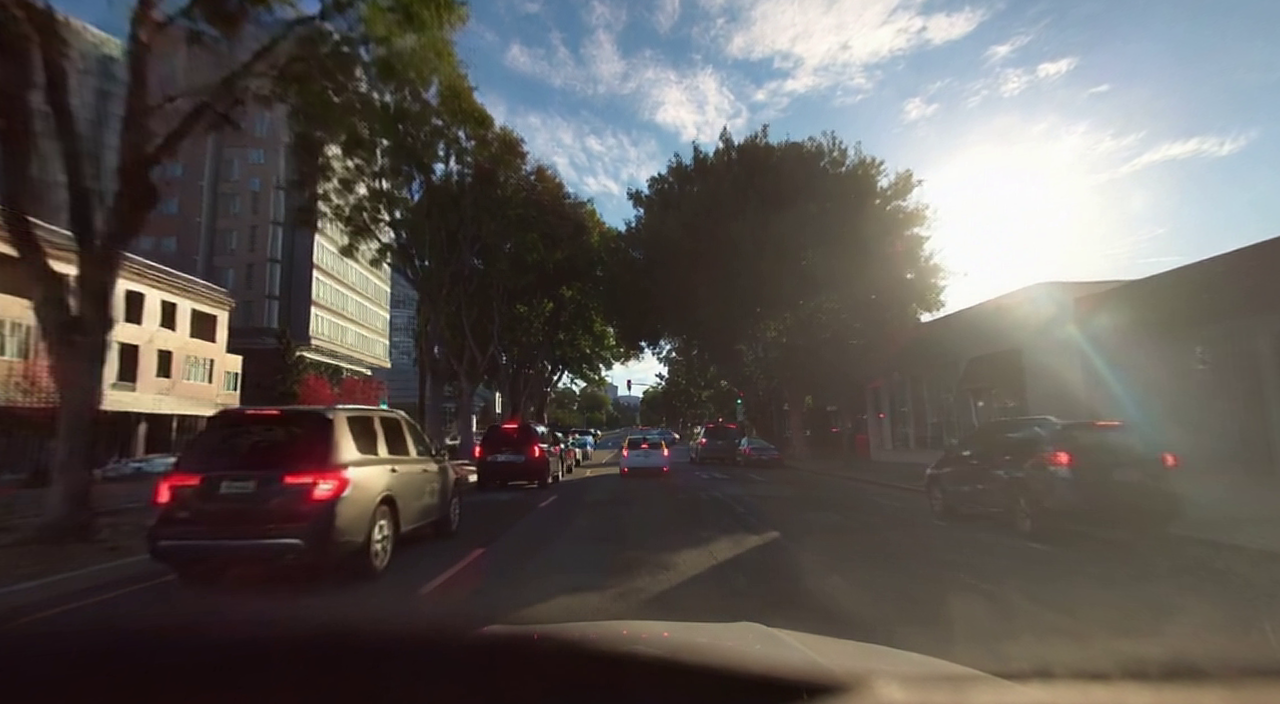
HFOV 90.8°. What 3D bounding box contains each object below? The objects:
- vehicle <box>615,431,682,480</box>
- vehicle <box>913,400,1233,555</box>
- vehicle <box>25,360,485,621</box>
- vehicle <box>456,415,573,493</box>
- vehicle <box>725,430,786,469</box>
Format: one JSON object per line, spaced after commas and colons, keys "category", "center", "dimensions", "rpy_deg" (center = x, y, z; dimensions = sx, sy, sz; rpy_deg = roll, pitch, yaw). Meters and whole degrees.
{"category": "vehicle", "center": [0.195, 3.698, 22.716], "dimensions": [2.201, 1.589, 3.843], "rpy_deg": [0, -8, -2]}
{"category": "vehicle", "center": [6.445, 1.914, 10.264], "dimensions": [1.997, 1.943, 4.409], "rpy_deg": [0, -8, 0]}
{"category": "vehicle", "center": [-3.496, 1.389, 7.261], "dimensions": [2.223, 1.957, 4.845], "rpy_deg": [0, -8, 0]}
{"category": "vehicle", "center": [-3.469, 2.956, 18.623], "dimensions": [2.487, 1.978, 4.628], "rpy_deg": [0, -8, 0]}
{"category": "vehicle", "center": [6.071, 5.232, 33.944], "dimensions": [2.300, 1.903, 4.579], "rpy_deg": [0, -8, -1]}
